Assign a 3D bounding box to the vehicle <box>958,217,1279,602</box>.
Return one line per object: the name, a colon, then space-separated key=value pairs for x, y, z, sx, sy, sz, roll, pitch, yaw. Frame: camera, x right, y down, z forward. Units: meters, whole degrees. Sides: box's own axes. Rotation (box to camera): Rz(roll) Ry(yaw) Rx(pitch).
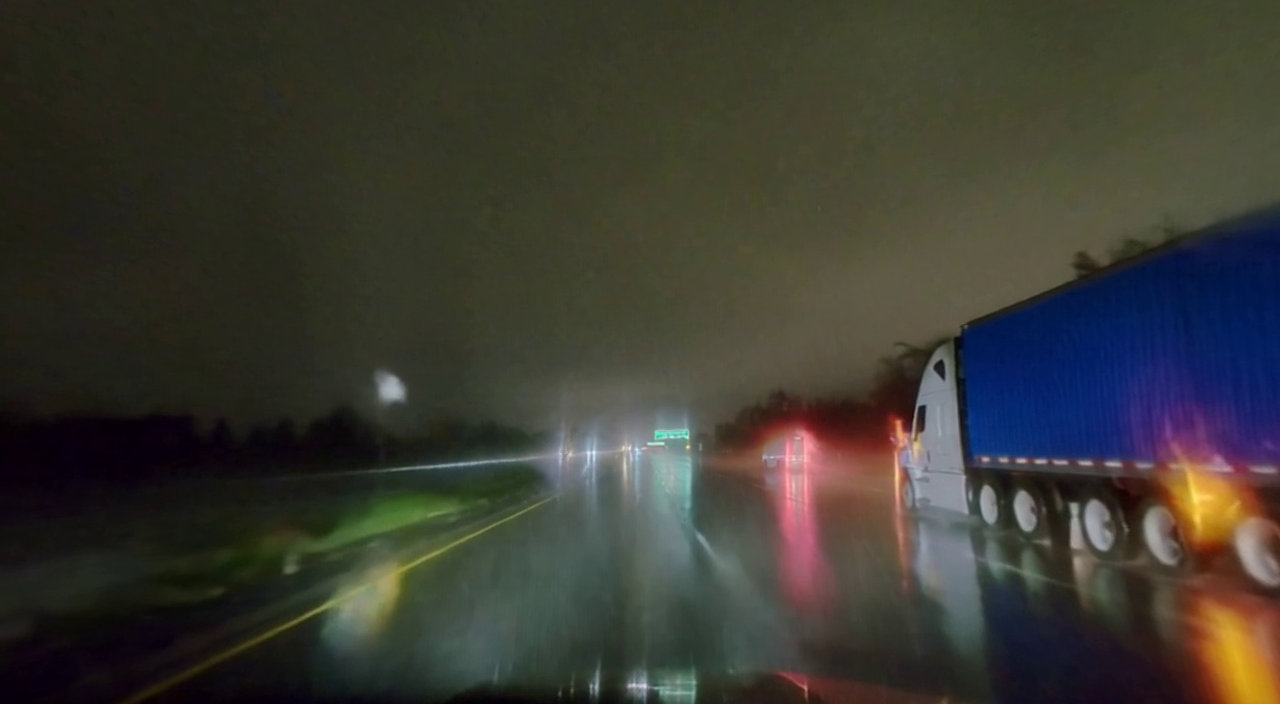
vehicle: x=6.713 y=0.700 z=6.674 sx=2.690 sy=3.197 sz=7.515 roll=0 pitch=-9 yaw=0
